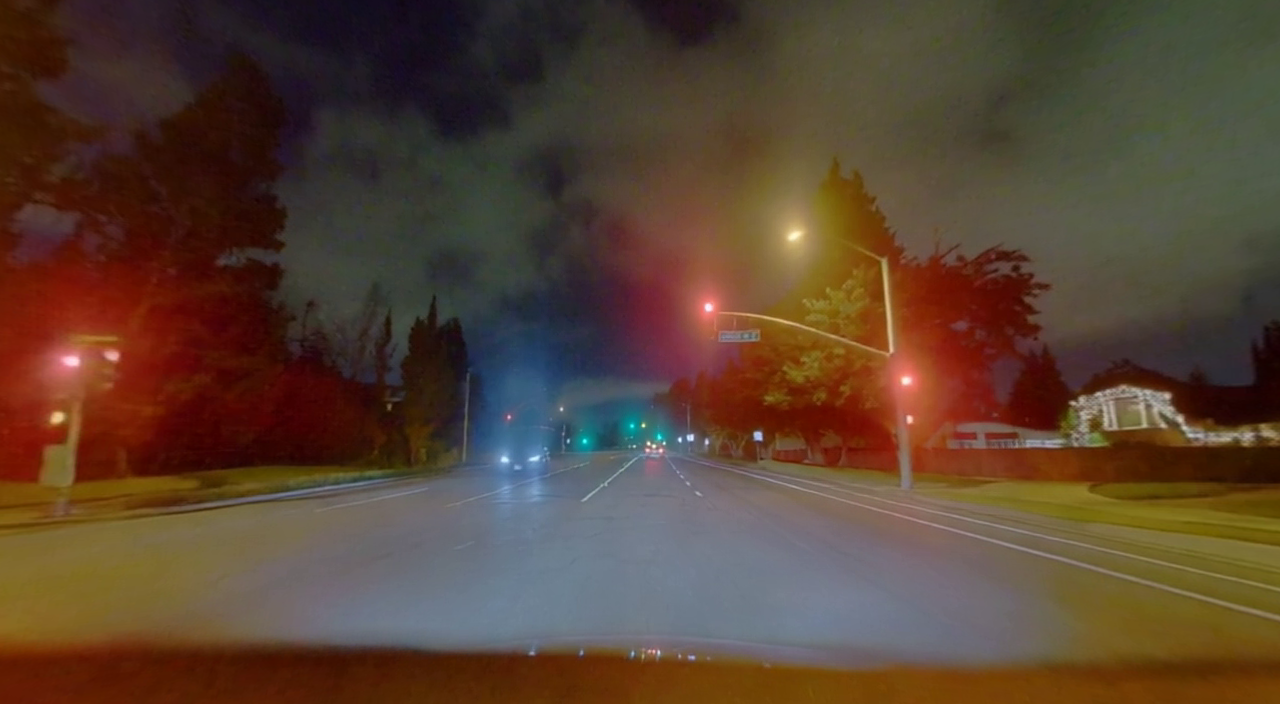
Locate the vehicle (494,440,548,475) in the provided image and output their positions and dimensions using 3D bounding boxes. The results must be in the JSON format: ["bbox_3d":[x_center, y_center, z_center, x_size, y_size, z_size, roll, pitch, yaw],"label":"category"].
[{"bbox_3d":[-6.423,5.718,34.421,2.008,1.718,4.356,0,-8,1],"label":"vehicle"}]
